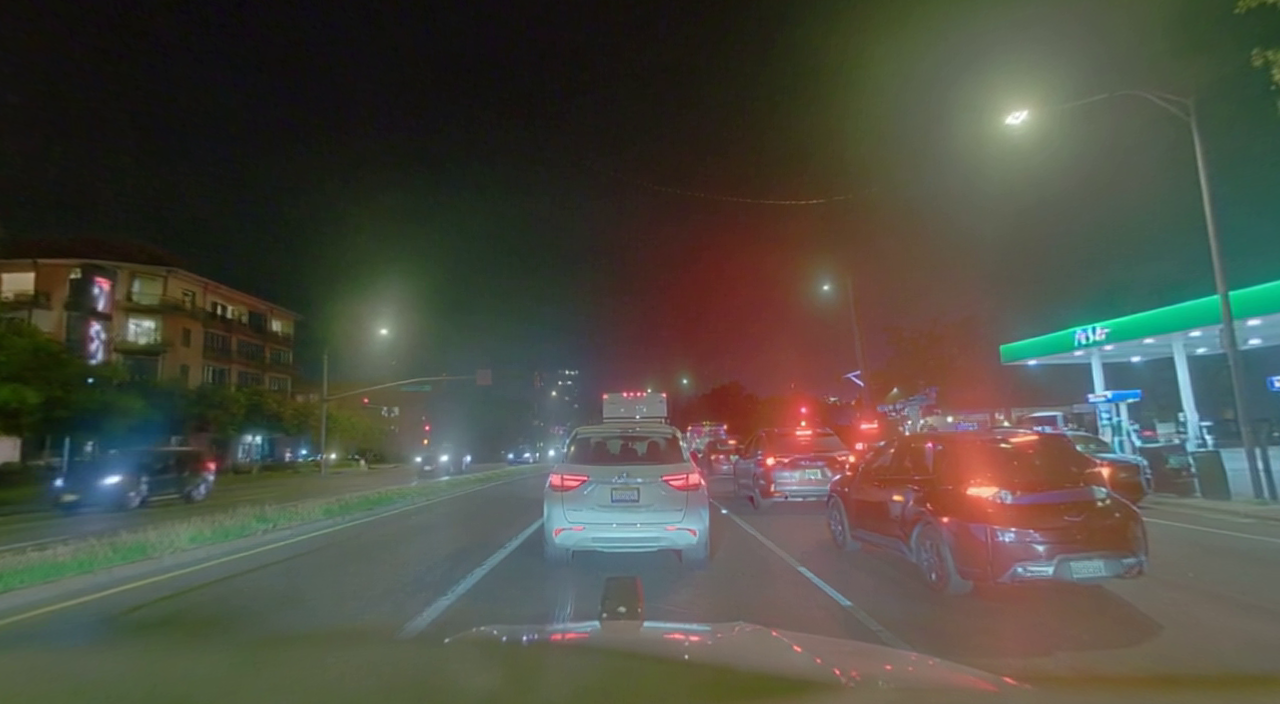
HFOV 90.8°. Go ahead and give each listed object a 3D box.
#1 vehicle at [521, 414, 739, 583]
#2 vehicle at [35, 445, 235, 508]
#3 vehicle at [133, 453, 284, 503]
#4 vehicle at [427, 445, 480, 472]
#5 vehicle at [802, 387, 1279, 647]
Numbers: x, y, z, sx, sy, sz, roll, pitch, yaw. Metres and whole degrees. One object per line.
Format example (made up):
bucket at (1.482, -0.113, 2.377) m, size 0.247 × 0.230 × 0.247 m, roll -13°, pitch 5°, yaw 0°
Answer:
vehicle at (-0.140, 1.695, 8.040) m, size 2.106 × 1.613 × 3.697 m, roll 0°, pitch -9°, yaw -1°
vehicle at (-17.843, 4.371, 22.921) m, size 2.325 × 1.938 × 5.913 m, roll 0°, pitch -9°, yaw 0°
vehicle at (-14.782, 4.300, 22.039) m, size 2.011 × 1.465 × 4.528 m, roll -1°, pitch -9°, yaw 1°
vehicle at (-11.410, 6.508, 38.925) m, size 1.955 × 1.546 × 4.232 m, roll -1°, pitch -9°, yaw 1°
vehicle at (3.366, 1.412, 6.471) m, size 2.056 × 1.700 × 4.399 m, roll 0°, pitch -9°, yaw -3°
